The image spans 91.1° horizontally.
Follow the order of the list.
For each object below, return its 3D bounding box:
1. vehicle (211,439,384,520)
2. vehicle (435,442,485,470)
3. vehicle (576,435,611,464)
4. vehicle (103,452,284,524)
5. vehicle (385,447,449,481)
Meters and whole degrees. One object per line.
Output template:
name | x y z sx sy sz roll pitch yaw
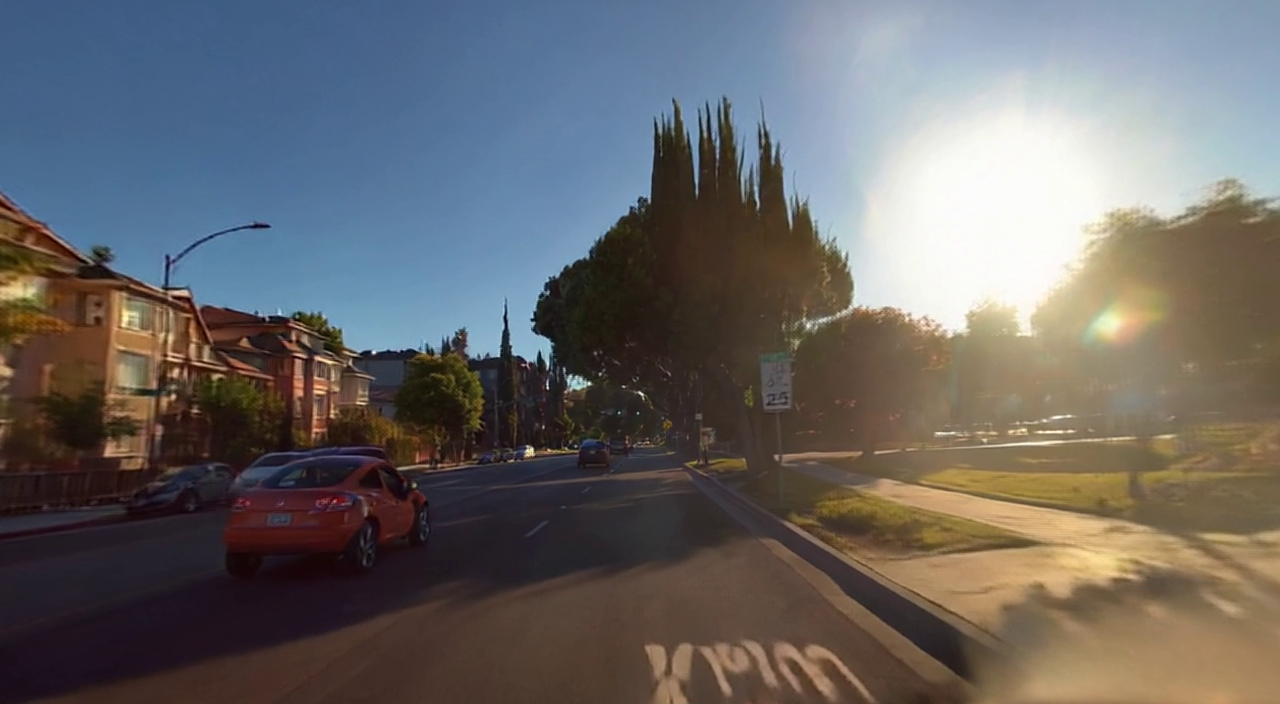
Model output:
vehicle | -9.108 3.393 17.320 2.019 1.907 4.697 0 -9 1
vehicle | -12.277 7.133 43.054 2.066 1.785 4.608 0 -9 0
vehicle | -3.025 6.479 41.838 1.908 1.809 4.230 0 -8 1
vehicle | -12.298 3.699 17.757 1.910 1.462 4.581 -4 -7 -2
vehicle | -12.335 6.208 35.062 2.106 1.701 4.629 0 -8 -3
